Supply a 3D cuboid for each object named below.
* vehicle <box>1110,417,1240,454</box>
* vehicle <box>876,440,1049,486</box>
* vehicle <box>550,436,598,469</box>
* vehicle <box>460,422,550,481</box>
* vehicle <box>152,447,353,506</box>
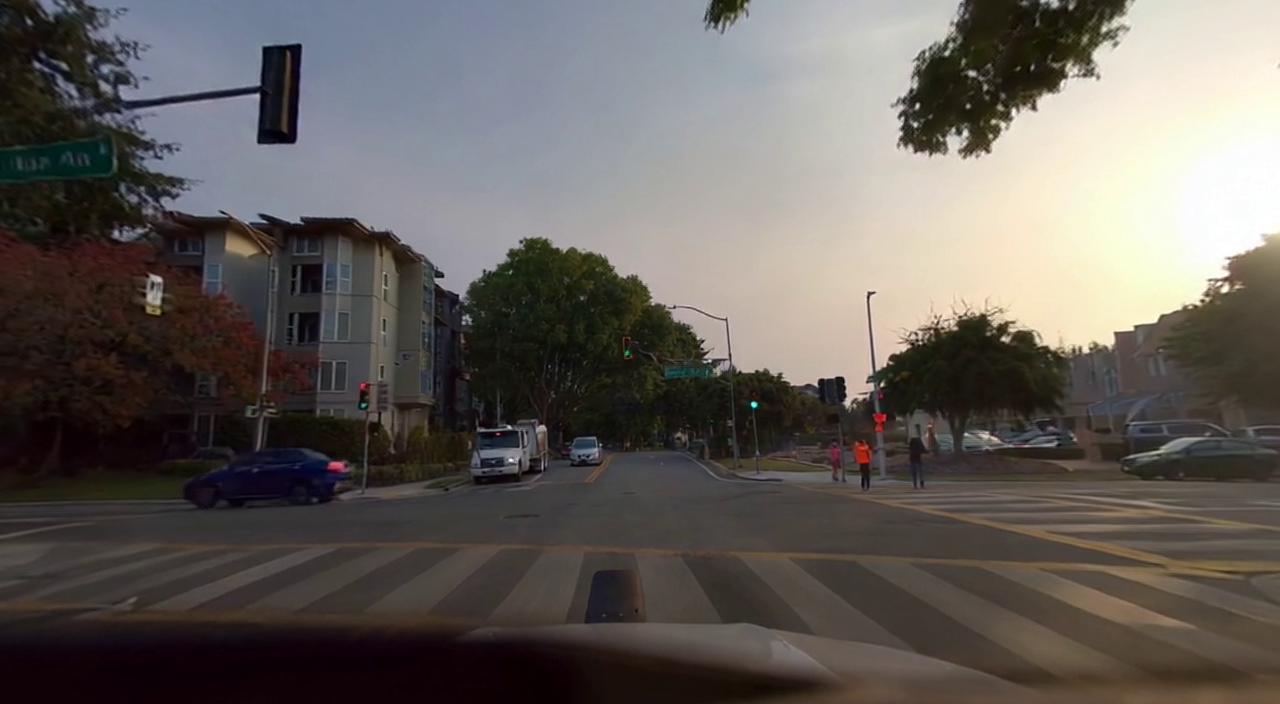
[{"bbox_3d":[33.326,5.213,39.481,5.969,2.225,2.458,0,-9,-3],"label":"vehicle"},{"bbox_3d":[11.268,3.892,22.427,5.158,1.470,2.012,-4,-10,26],"label":"vehicle"},{"bbox_3d":[-3.700,5.762,36.338,2.302,1.708,4.764,0,-8,-1],"label":"vehicle"},{"bbox_3d":[-6.434,4.885,31.277,2.896,2.560,7.322,0,-8,-1],"label":"vehicle"},{"bbox_3d":[-11.082,3.570,18.330,4.497,1.579,1.952,0,-9,-1],"label":"vehicle"}]
